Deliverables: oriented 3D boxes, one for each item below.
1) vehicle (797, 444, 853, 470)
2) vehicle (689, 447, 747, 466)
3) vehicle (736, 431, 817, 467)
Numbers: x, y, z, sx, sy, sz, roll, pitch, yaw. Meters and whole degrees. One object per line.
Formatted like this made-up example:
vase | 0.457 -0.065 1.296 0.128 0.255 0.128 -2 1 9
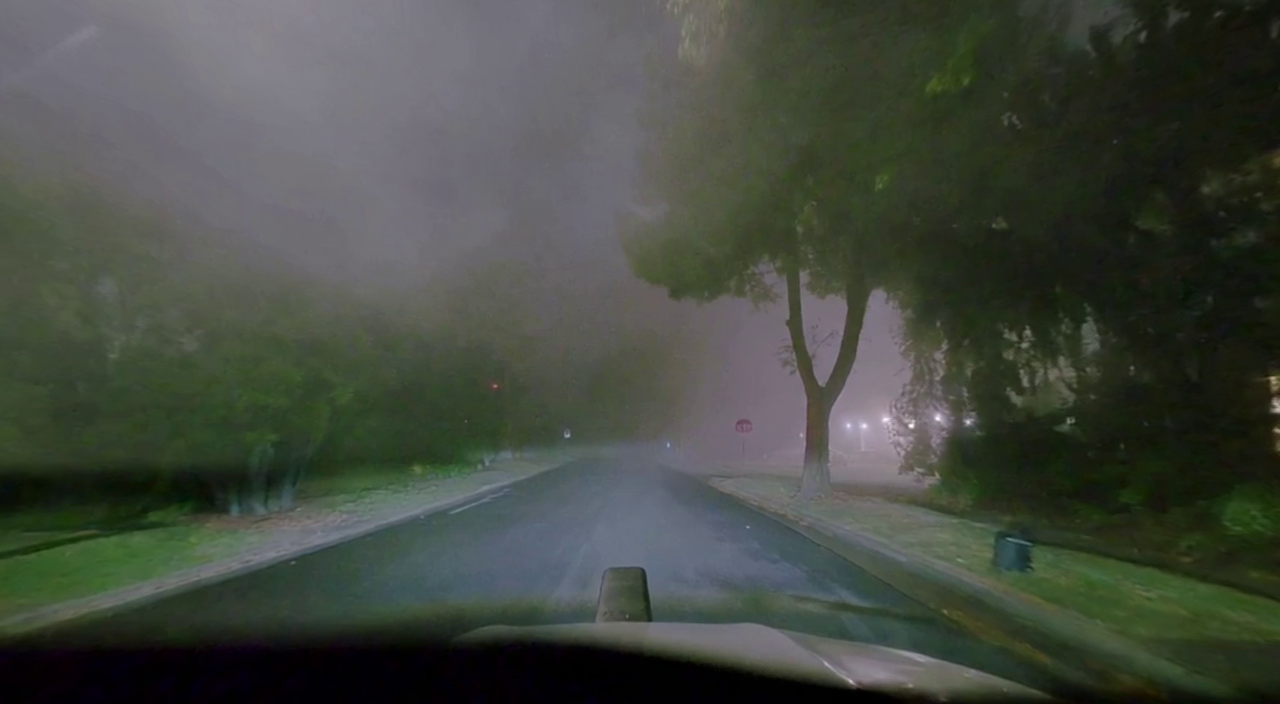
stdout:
vehicle | 11.716 6.552 39.691 2.004 1.511 4.494 -6 -10 35
vehicle | 5.990 8.036 48.527 4.229 1.402 1.811 0 -9 0
vehicle | 9.896 7.005 45.862 5.239 1.933 2.131 -5 -3 -3
